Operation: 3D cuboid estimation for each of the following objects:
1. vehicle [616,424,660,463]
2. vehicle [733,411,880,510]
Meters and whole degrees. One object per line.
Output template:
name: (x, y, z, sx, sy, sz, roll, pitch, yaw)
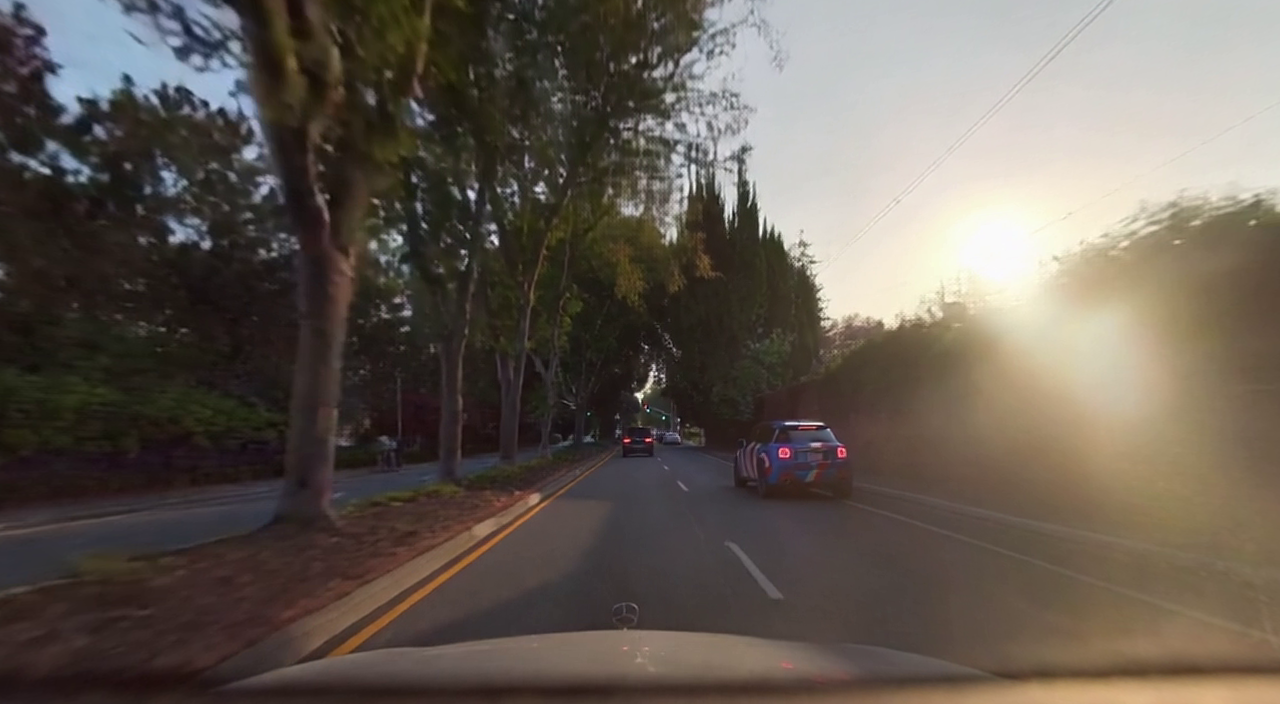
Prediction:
vehicle: (-0.113, 4.402, 30.313, 1.984, 1.777, 3.148, 0, -8, -1)
vehicle: (3.211, 2.197, 13.108, 1.840, 1.709, 4.202, 0, -8, -1)
